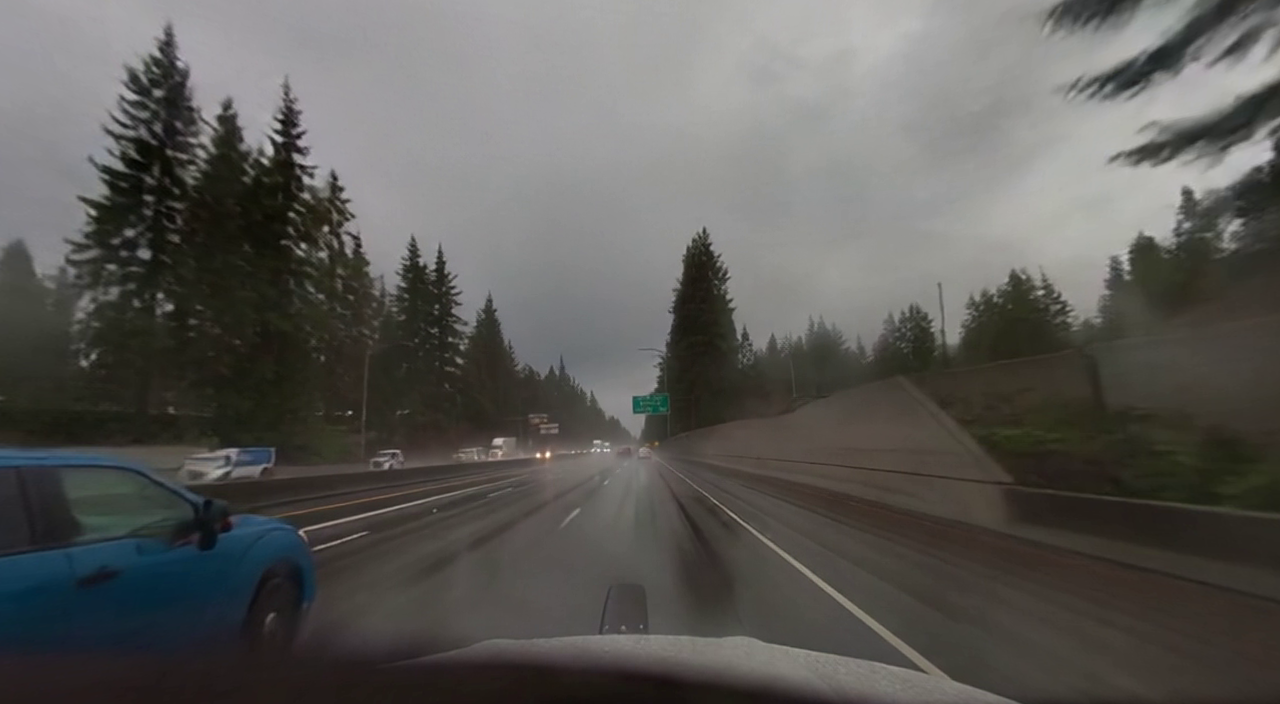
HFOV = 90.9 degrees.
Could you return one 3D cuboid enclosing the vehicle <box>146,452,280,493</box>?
[{"bbox_3d":[-23.356,6.566,35.011,2.630,1.897,6.749,0,-8,1],"label":"vehicle"}]
